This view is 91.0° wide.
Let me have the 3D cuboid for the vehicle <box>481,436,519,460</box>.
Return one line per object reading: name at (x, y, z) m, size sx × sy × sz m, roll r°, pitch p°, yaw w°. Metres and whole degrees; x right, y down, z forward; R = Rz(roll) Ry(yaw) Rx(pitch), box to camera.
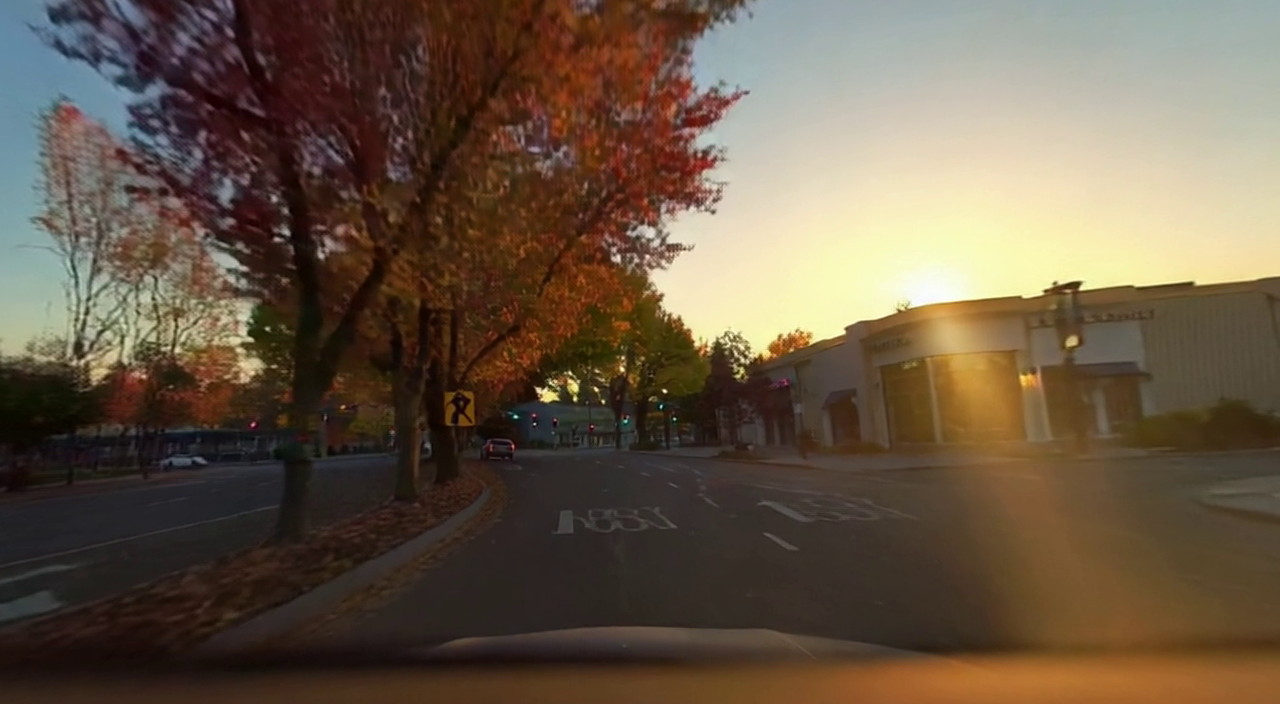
vehicle at (-9.290, 6.335, 41.521) m, size 2.018 × 1.512 × 4.304 m, roll 2°, pitch -9°, yaw -17°
